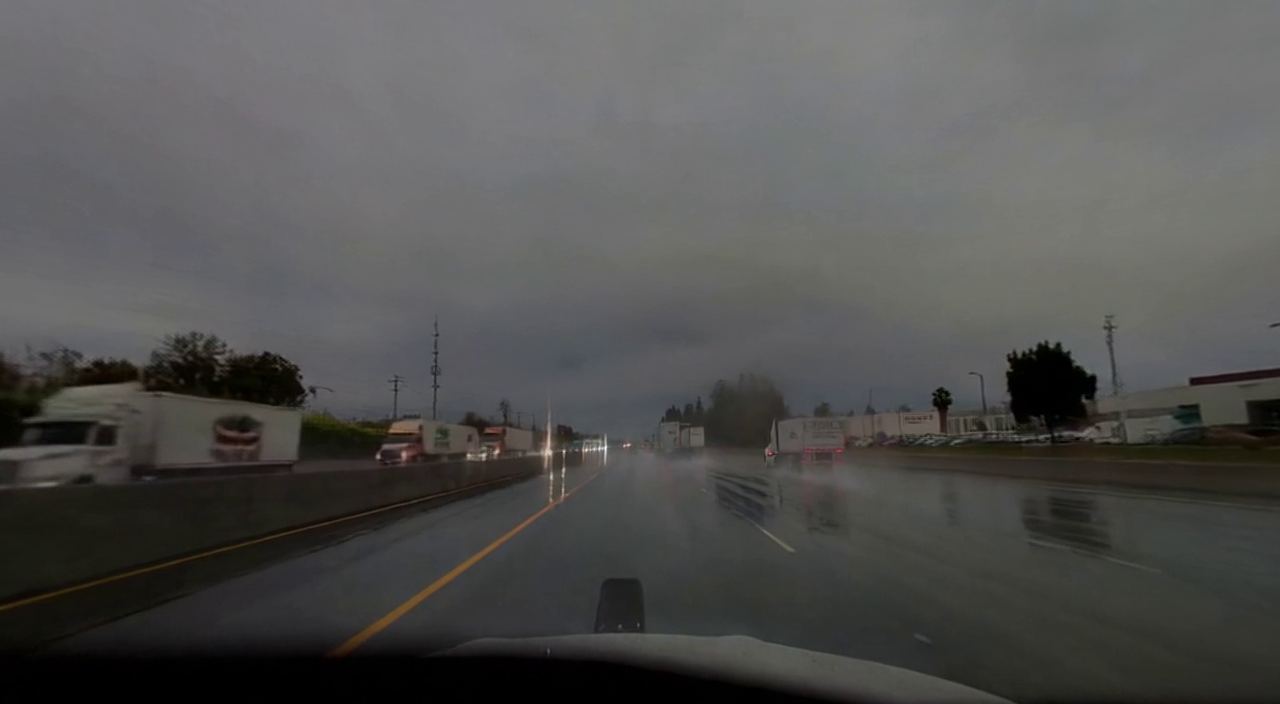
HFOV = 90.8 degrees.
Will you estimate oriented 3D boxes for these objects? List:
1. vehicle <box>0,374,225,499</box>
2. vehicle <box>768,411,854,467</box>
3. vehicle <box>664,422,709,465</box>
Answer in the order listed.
[{"bbox_3d":[-17.367,2.805,20.747,3.008,3.447,6.441,0,-9,-1],"label":"vehicle"},{"bbox_3d":[11.104,5.890,42.223,2.912,3.293,9.588,0,-9,-1],"label":"vehicle"},{"bbox_3d":[3.521,7.183,49.439,2.742,3.054,7.537,0,-9,-1],"label":"vehicle"}]
